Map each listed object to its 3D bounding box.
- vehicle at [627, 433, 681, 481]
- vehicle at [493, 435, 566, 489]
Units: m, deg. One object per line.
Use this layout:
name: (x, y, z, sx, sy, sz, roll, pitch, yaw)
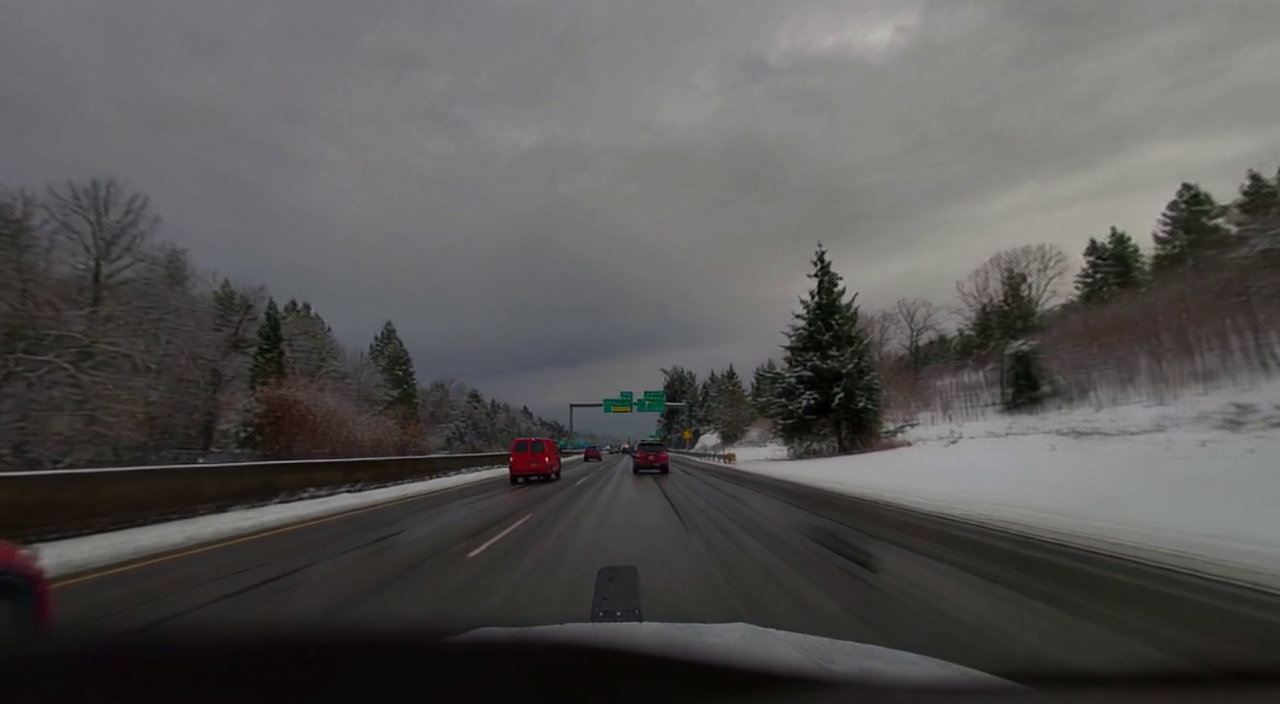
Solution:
vehicle: (0.519, 4.647, 27.809, 2.179, 1.930, 4.538, 0, -9, -1)
vehicle: (-3.976, 4.039, 23.294, 2.021, 1.790, 3.907, 0, -9, 0)
